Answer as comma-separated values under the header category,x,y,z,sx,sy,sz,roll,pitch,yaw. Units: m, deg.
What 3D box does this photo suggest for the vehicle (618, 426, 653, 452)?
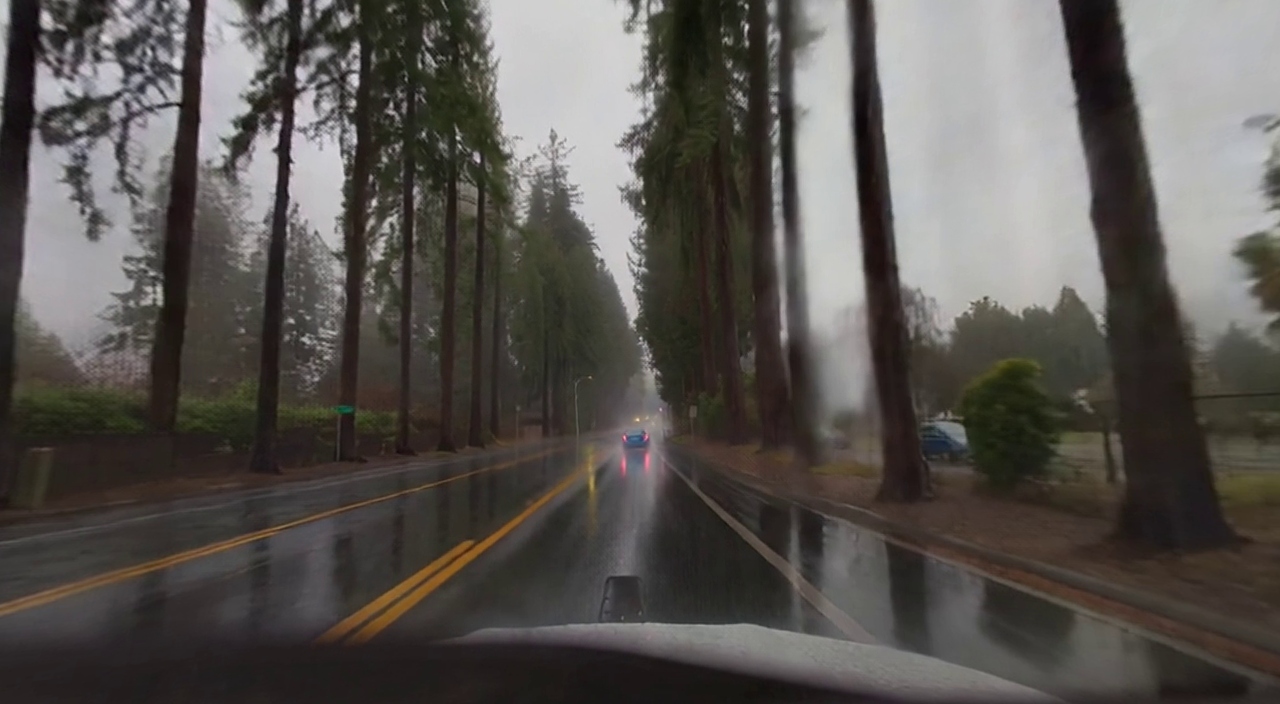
category,x,y,z,sx,sy,sz,roll,pitch,yaw
vehicle,-0.285,5.354,38.745,2.067,1.486,3.861,0,-8,0
